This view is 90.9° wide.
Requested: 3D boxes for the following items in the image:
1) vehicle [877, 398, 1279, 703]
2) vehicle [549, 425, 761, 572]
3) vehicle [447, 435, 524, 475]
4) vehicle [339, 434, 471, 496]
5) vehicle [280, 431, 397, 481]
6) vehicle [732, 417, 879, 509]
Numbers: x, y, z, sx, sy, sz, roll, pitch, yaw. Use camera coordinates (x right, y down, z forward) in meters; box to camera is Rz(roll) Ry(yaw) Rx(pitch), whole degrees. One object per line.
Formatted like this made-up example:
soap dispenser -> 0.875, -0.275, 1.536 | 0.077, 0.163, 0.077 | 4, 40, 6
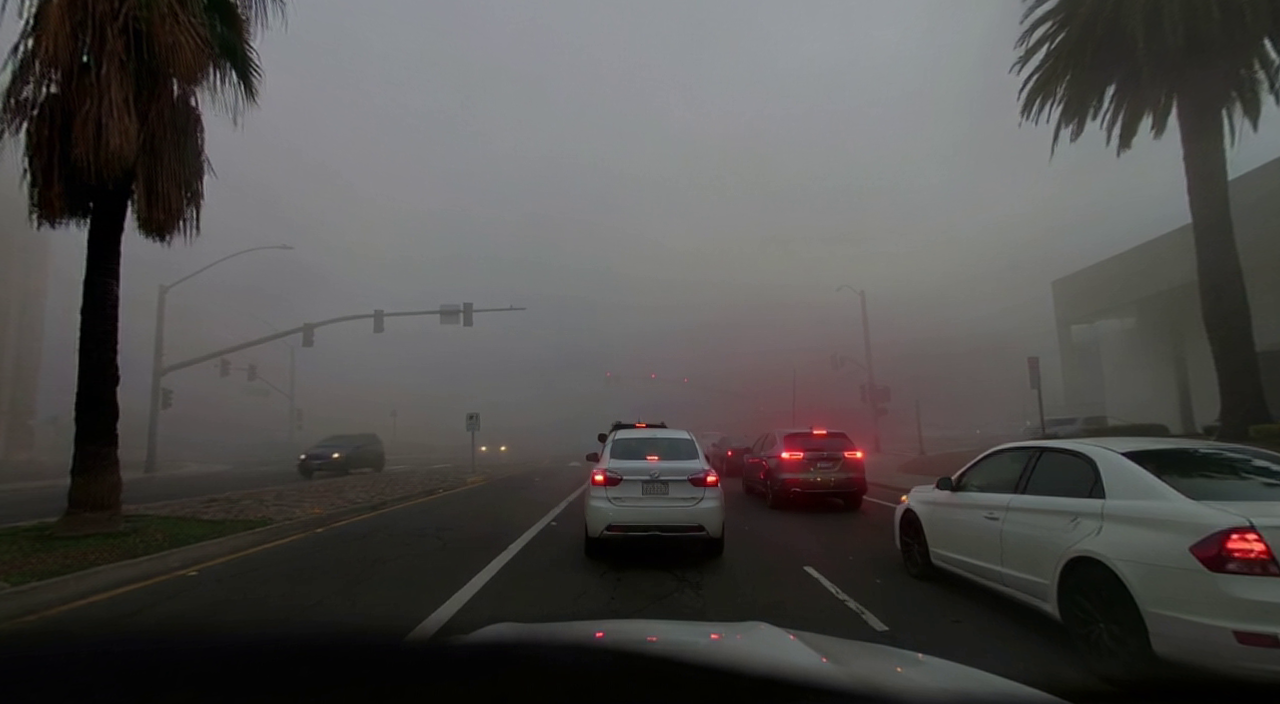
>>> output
vehicle -> 3.527, 1.224, 4.473 | 1.910, 1.490, 4.661 | 0, -8, 1
vehicle -> 0.166, 1.788, 8.457 | 2.140, 1.474, 4.026 | 0, -8, 0
vehicle -> -6.043, 4.097, 25.220 | 1.822, 1.456, 4.396 | -1, -8, 2
vehicle -> -6.256, 3.050, 17.379 | 1.900, 1.487, 4.165 | 0, -8, 2
vehicle -> -11.118, 3.858, 23.700 | 2.034, 1.680, 4.543 | 0, -8, 2
vehicle -> 3.489, 2.445, 14.300 | 2.169, 1.751, 4.276 | 0, -8, 0
